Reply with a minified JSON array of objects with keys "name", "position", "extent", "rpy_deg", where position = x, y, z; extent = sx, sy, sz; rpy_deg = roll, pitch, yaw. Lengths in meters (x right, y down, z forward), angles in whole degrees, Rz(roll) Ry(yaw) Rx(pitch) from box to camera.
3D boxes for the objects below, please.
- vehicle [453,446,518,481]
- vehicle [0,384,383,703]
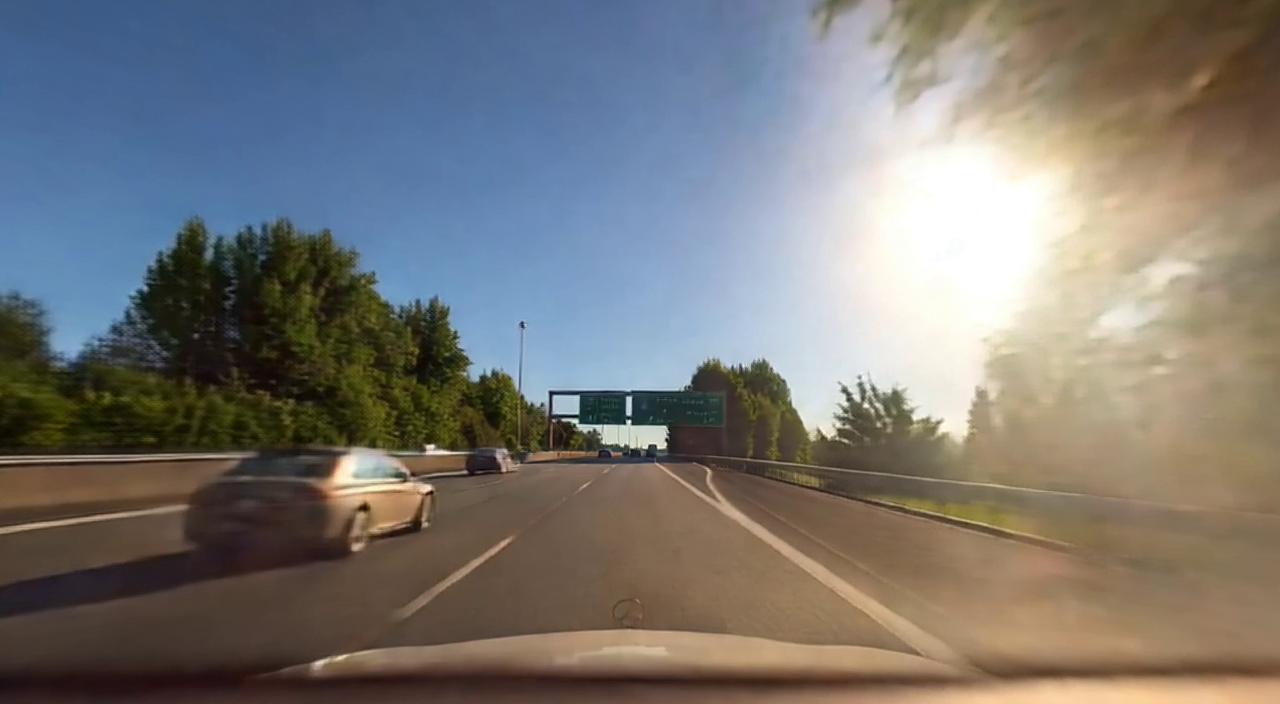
[{"name":"vehicle","position":[-7.136,5.206,29.656],"extent":[1.835,1.459,4.636],"rpy_deg":[0,-9,1]},{"name":"vehicle","position":[-3.848,1.233,4.757],"extent":[1.875,1.587,4.687],"rpy_deg":[1,-9,-1]}]
